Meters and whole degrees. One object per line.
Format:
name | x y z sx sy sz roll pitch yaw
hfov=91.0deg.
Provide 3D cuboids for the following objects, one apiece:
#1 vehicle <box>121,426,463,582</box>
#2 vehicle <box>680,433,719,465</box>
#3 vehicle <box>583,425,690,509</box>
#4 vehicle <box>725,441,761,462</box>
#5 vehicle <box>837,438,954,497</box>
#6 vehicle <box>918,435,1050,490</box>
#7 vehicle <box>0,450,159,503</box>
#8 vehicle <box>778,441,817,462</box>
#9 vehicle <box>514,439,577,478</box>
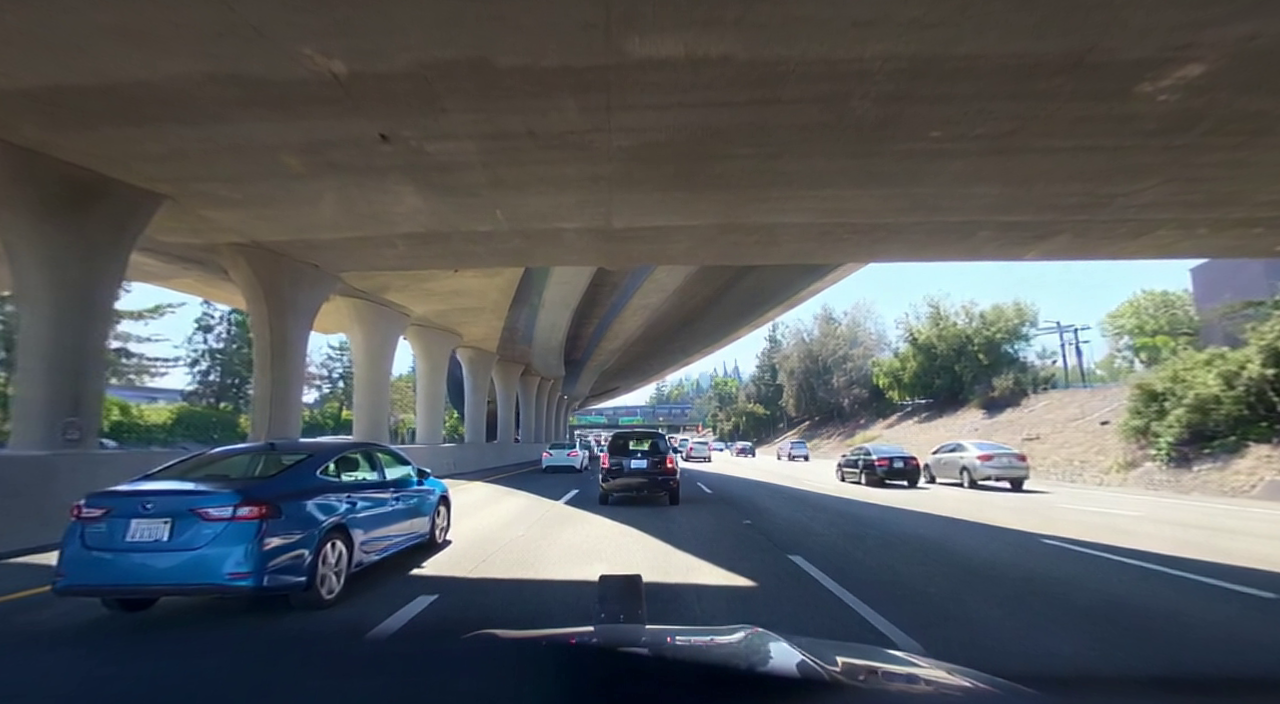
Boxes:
vehicle | -4.016 1.815 8.384 1.974 1.478 4.412 0 -9 1
vehicle | 3.768 6.232 40.455 2.069 1.876 4.447 0 -9 0
vehicle | -0.071 2.664 14.959 2.181 1.697 4.021 0 -9 0
vehicle | 7.769 7.540 47.857 1.963 1.482 4.436 0 -9 0
vehicle | 7.246 3.301 18.310 1.880 1.526 3.641 0 -9 0
vehicle | 11.468 3.706 21.408 1.992 1.625 4.359 0 -9 0
vehicle | -18.510 3.983 20.652 1.839 1.495 4.458 0 -9 1
vehicle | 11.818 7.503 47.569 1.868 1.468 4.168 0 -9 0
vehicle | -3.920 4.490 26.806 1.947 1.516 4.295 0 -9 1
